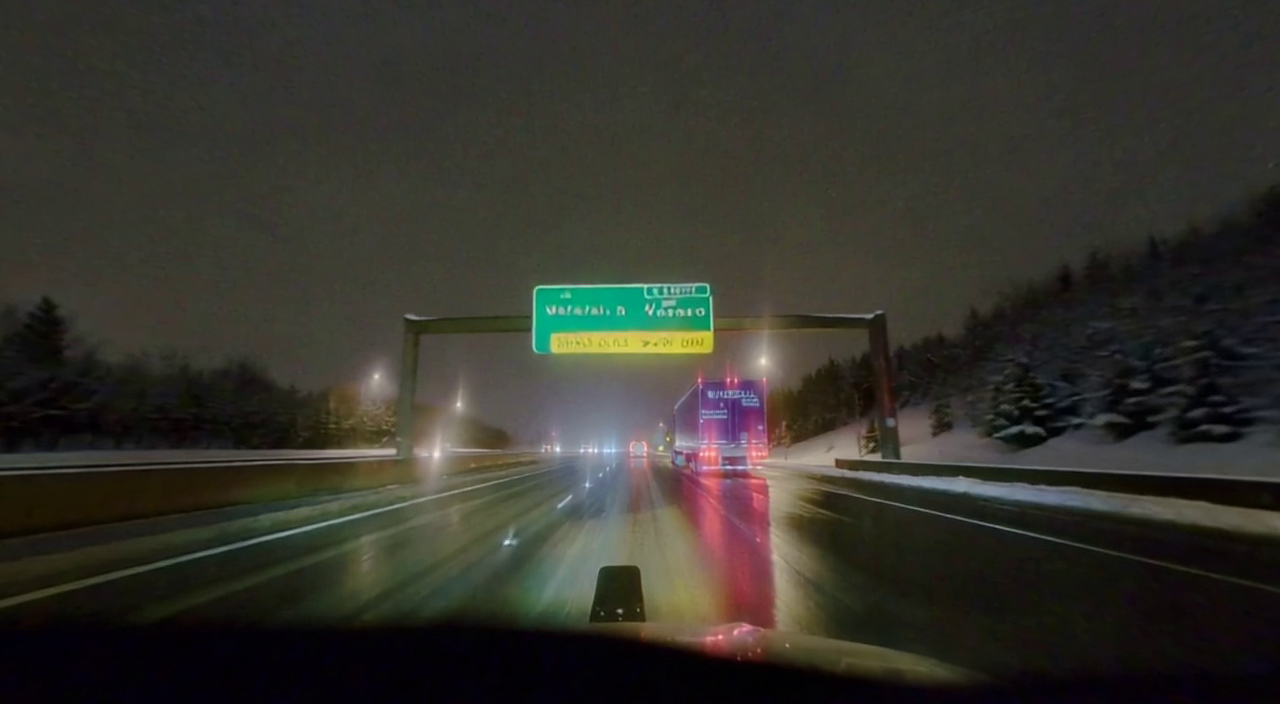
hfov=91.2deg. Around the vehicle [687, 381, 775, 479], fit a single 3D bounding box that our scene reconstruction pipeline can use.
[{"bbox_3d":[4.076,3.904,30.269,2.869,4.013,8.610,0,-9,0],"label":"vehicle"}]
